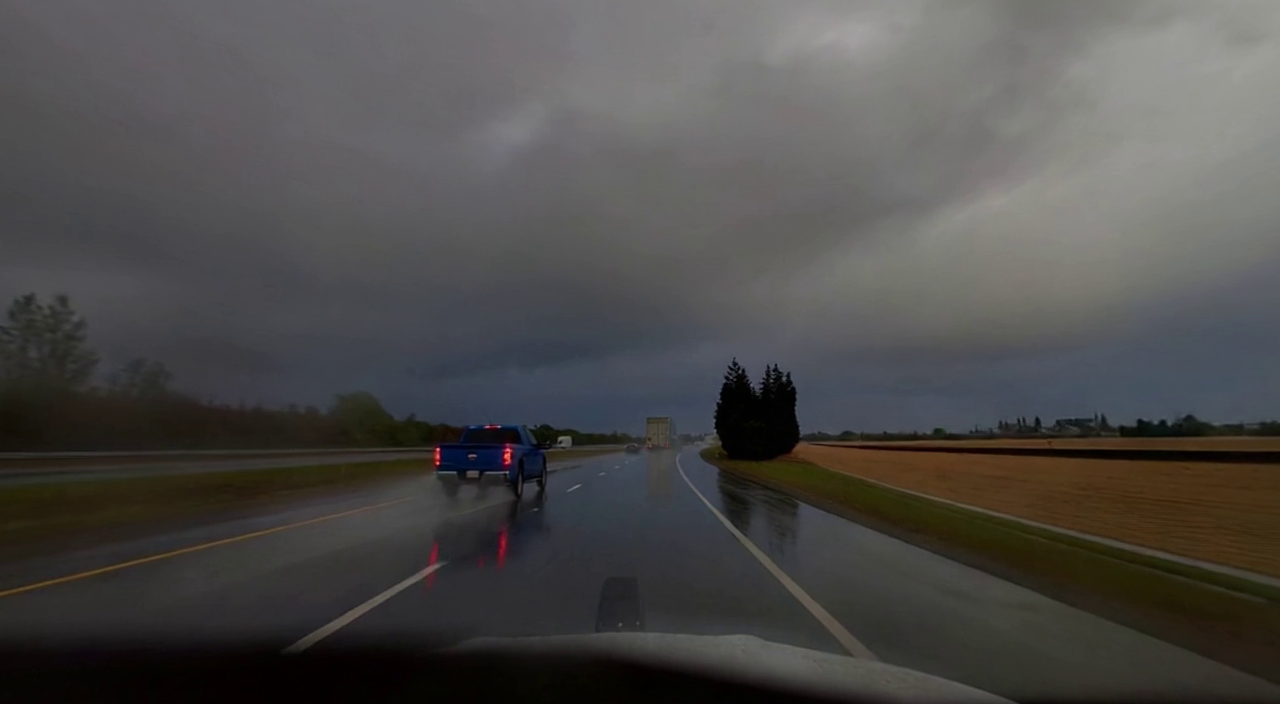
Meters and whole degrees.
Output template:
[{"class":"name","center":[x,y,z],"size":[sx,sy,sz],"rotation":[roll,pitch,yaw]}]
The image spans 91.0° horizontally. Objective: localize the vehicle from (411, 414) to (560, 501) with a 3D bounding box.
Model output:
[{"class":"vehicle","center":[-3.565,2.597,15.775],"size":[2.295,1.815,4.983],"rotation":[0,-9,2]}]
